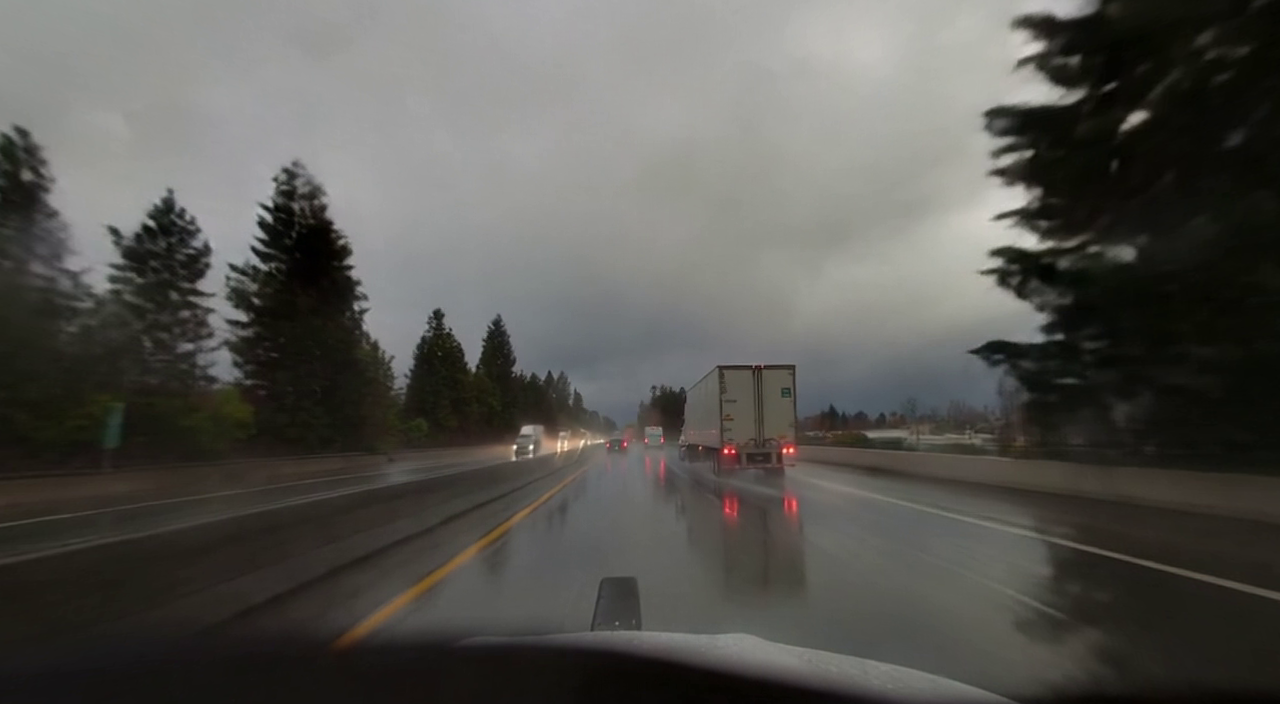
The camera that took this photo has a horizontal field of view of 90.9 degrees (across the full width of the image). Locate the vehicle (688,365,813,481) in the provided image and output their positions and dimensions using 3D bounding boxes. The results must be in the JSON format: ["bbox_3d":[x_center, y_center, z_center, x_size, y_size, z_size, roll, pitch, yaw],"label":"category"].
[{"bbox_3d":[3.658,2.678,23.322,2.921,3.526,8.207,0,-8,-1],"label":"vehicle"}]

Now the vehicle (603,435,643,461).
[{"bbox_3d":[-0.994,5.646,37.326,2.259,1.466,3.693,0,-8,-1],"label":"vehicle"}]
